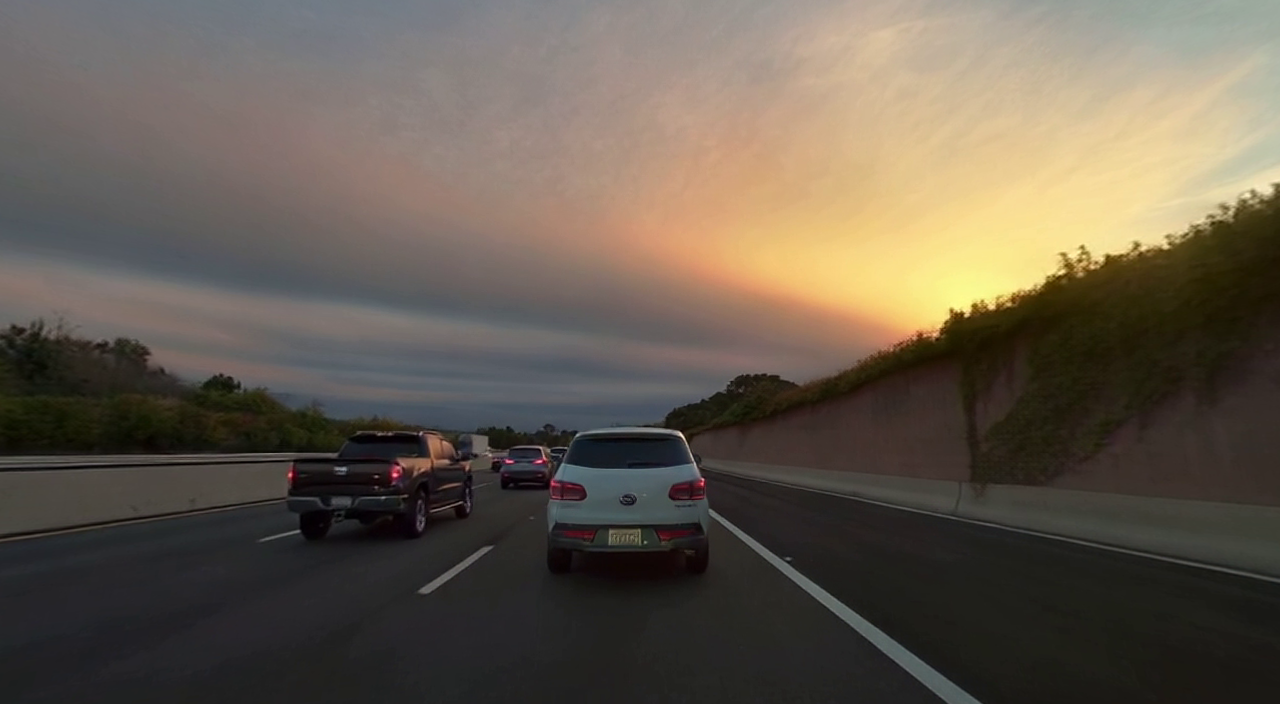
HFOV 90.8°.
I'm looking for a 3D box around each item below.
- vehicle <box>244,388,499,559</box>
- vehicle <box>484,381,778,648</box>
[{"bbox_3d":[-3.947,1.903,10.468,2.055,2.144,4.782,-1,-9,0],"label":"vehicle"},{"bbox_3d":[-0.090,1.362,6.080,1.995,1.798,3.380,0,-9,-1],"label":"vehicle"}]
